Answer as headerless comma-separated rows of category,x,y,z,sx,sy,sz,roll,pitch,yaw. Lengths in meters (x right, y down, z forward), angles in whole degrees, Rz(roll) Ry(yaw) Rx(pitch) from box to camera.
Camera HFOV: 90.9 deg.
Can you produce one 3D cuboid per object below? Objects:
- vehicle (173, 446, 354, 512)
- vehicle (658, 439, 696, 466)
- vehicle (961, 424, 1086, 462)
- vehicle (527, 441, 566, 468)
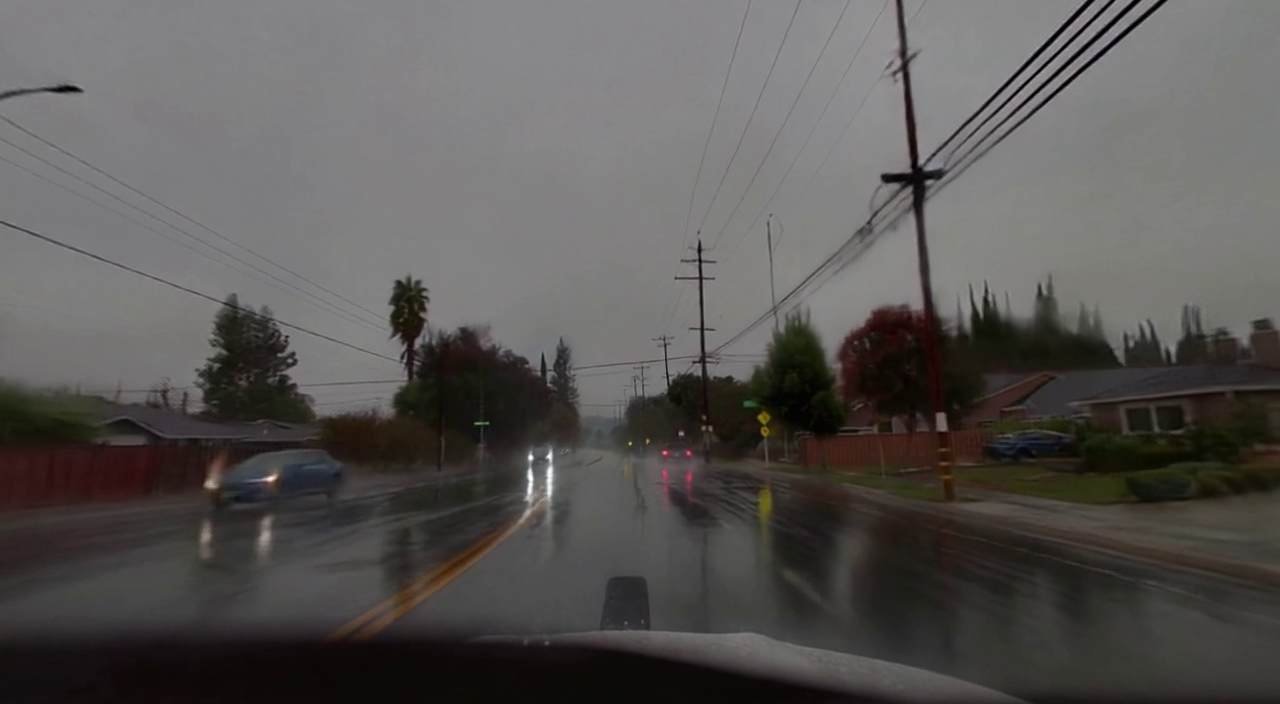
vehicle,-9.976,3.353,17.255,2.050,1.536,4.537,-1,-9,2
vehicle,2.577,7.180,45.131,2.144,1.843,4.827,0,-9,-4
vehicle,18.128,4.338,29.969,4.766,1.493,2.076,-9,-11,31
vehicle,-6.719,7.424,45.749,2.127,1.725,4.366,-3,-9,0
